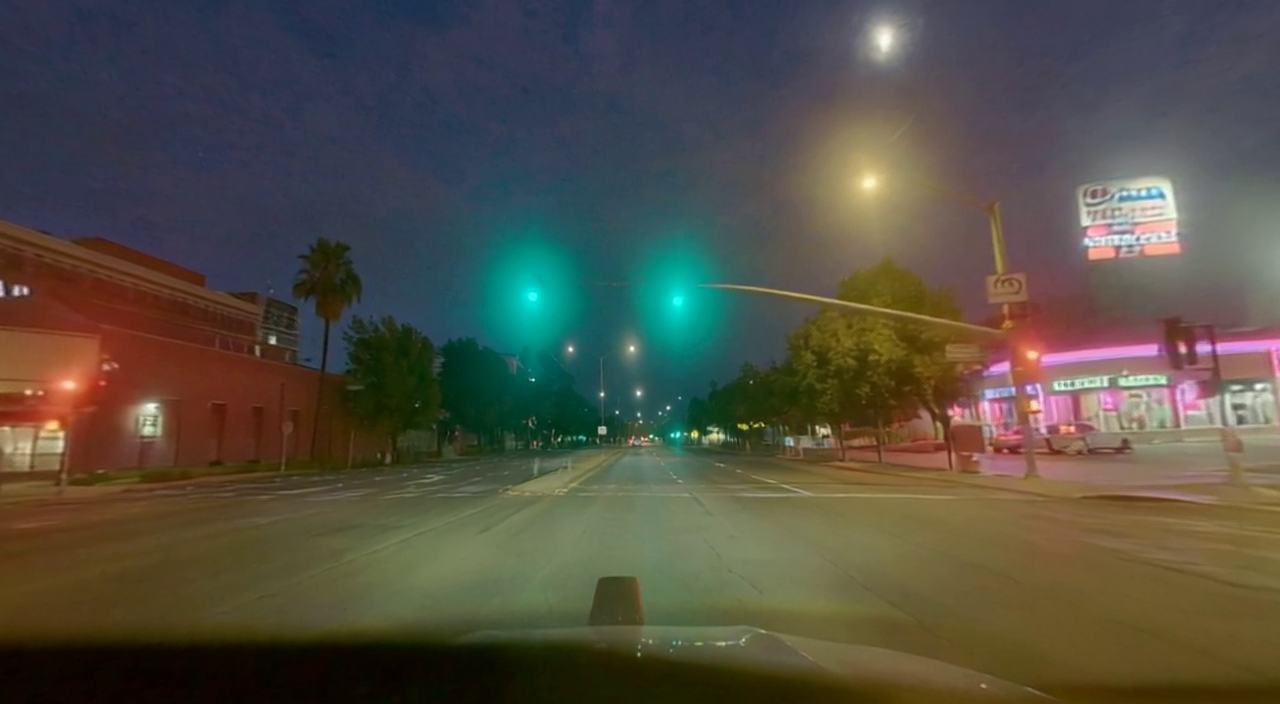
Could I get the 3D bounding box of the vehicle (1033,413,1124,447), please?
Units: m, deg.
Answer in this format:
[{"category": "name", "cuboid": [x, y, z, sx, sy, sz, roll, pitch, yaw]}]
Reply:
[{"category": "vehicle", "cuboid": [24.314, 4.415, 35.226, 1.948, 1.776, 4.266, 0, -9, -1]}]
